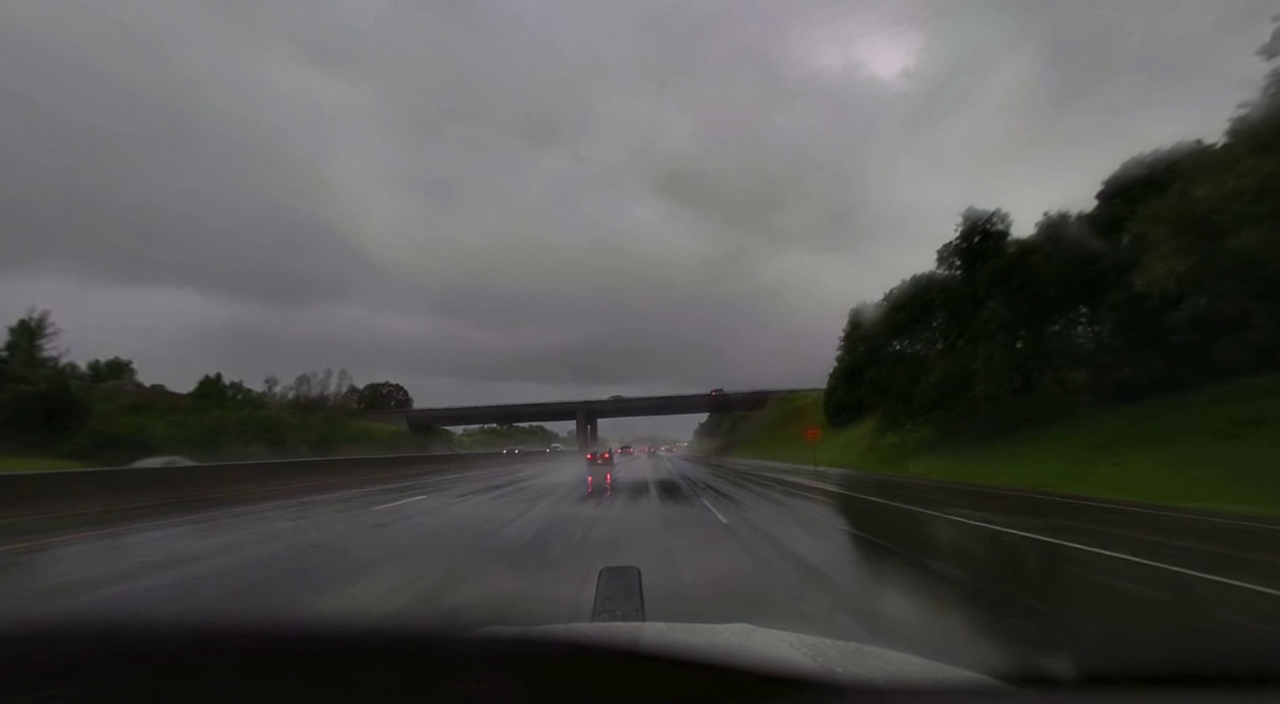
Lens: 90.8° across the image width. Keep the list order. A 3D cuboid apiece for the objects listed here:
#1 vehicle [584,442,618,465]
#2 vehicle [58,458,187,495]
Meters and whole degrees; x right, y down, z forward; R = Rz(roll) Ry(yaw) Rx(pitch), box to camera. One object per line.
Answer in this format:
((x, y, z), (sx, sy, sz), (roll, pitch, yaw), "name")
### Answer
((-3.009, 7.900, 49.216), (2.212, 1.676, 4.804), (0, -9, 2), "vehicle")
((-25.217, 6.033, 30.973), (2.162, 1.571, 4.494), (-2, -9, 8), "vehicle")
